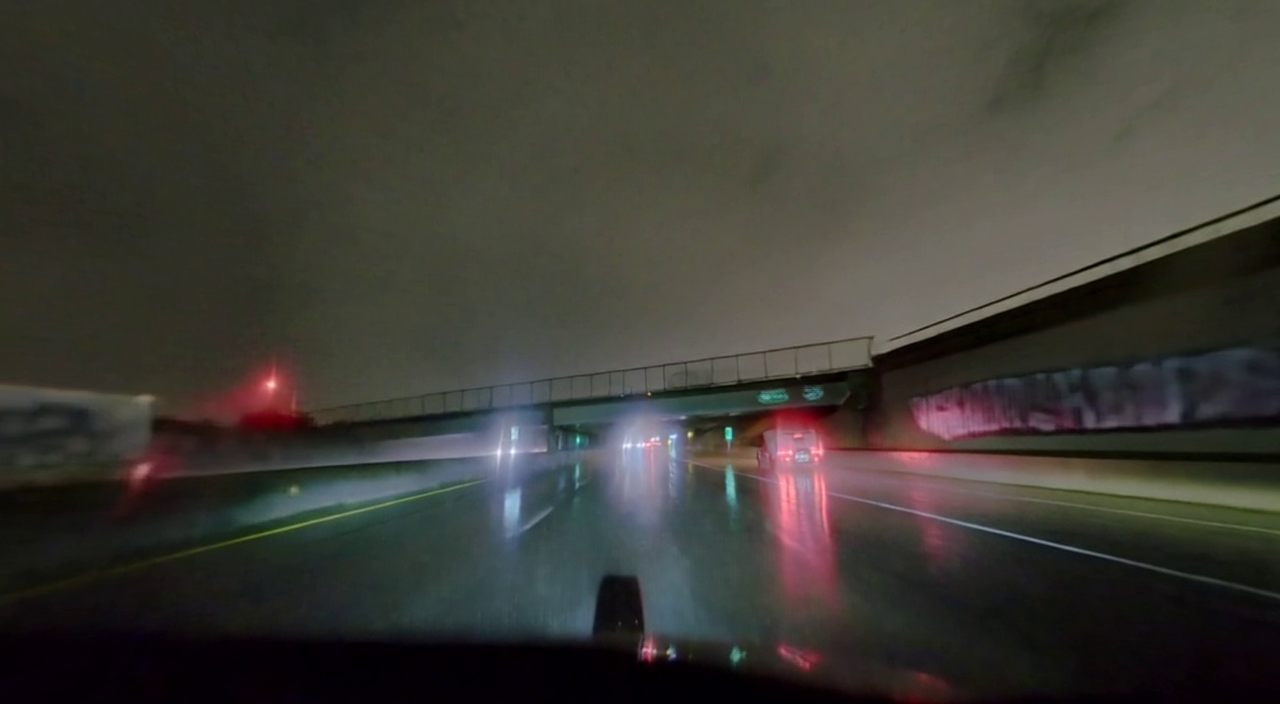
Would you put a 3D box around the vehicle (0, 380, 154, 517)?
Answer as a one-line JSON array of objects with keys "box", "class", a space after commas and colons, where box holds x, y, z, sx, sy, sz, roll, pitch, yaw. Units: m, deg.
[{"box": [-20.546, 2.665, 17.330, 2.892, 4.072, 14.532, 0, -9, -1], "class": "vehicle"}]
